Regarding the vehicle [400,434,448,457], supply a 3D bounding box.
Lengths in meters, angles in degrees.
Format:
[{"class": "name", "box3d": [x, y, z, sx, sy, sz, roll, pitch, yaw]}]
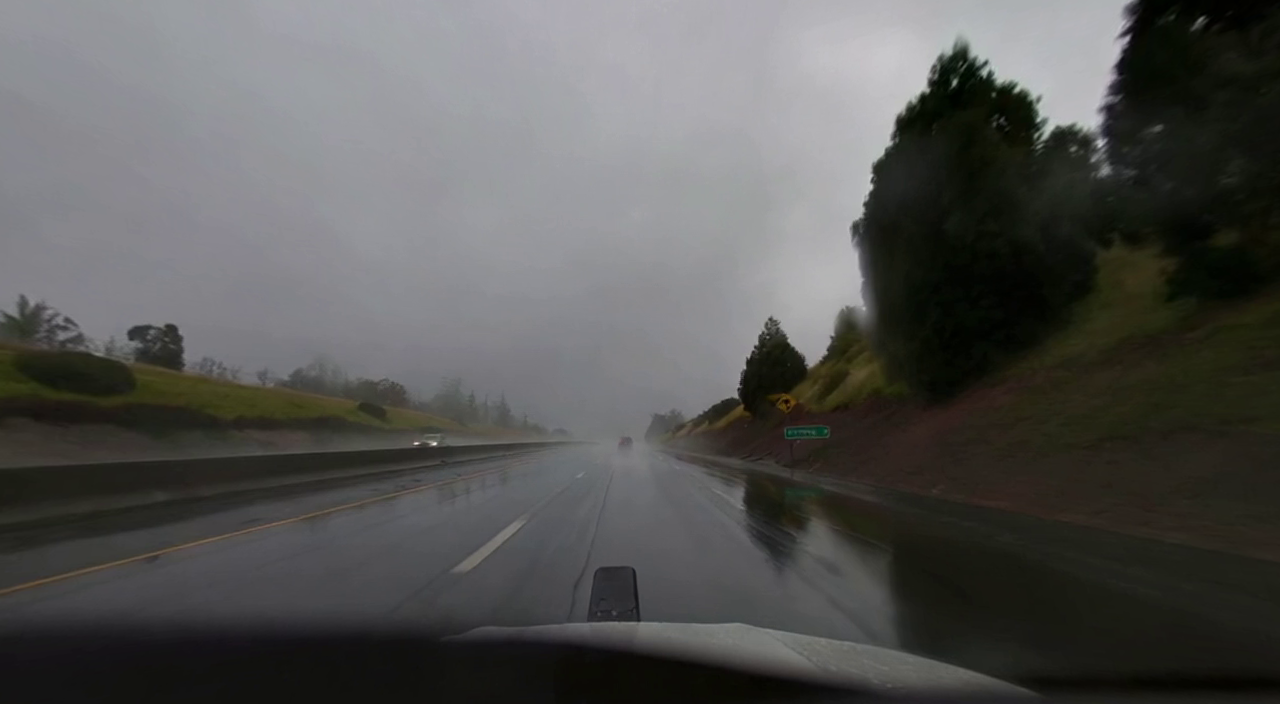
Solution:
[{"class": "vehicle", "box3d": [-15.214, 6.604, 44.464, 2.111, 1.488, 3.866, 0, -8, -2]}]
